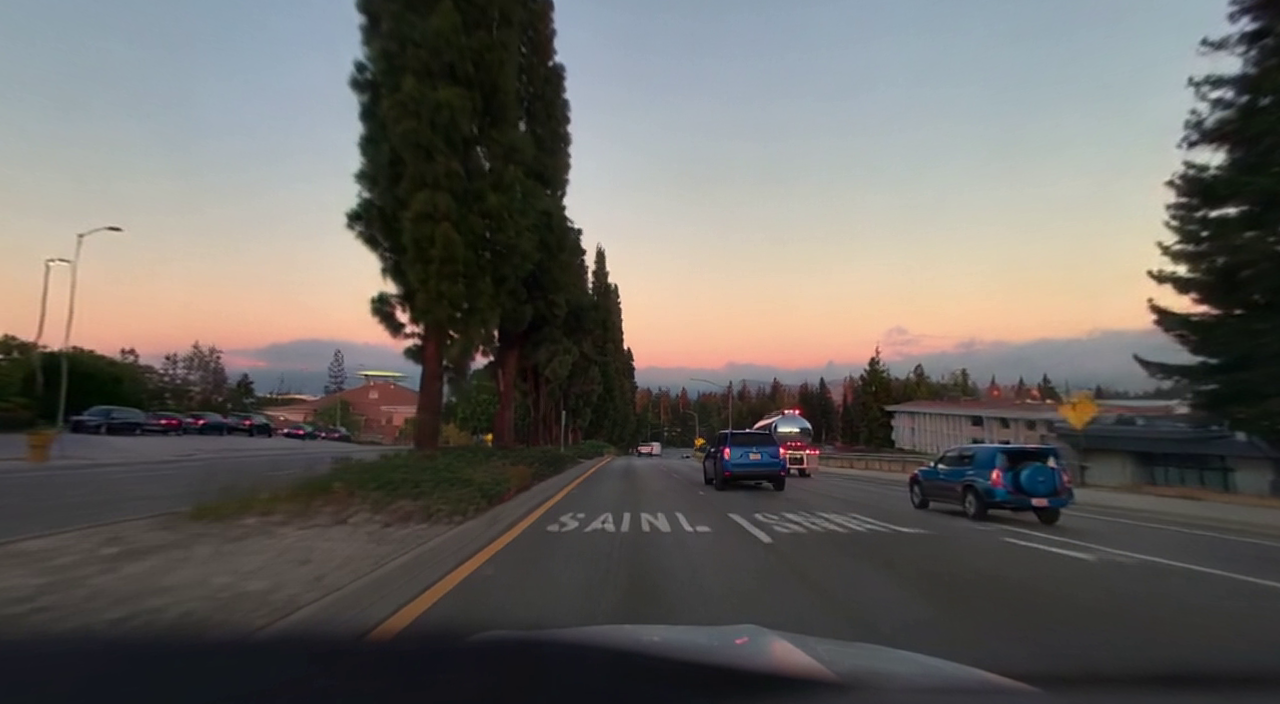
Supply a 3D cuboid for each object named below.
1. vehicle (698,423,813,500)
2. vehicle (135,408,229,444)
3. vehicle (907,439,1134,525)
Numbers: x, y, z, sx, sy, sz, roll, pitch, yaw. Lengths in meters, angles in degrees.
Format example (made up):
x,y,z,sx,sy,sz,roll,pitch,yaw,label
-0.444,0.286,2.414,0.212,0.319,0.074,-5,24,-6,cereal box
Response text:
x,y,z,sx,sy,sz,roll,pitch,yaw,label
2.825,2.817,16.574,2.045,1.729,4.532,0,-8,-1,vehicle
-29.083,4.690,40.041,4.573,1.751,2.109,4,-6,12,vehicle
7.656,2.617,13.326,1.966,1.476,4.270,0,-8,-3,vehicle
